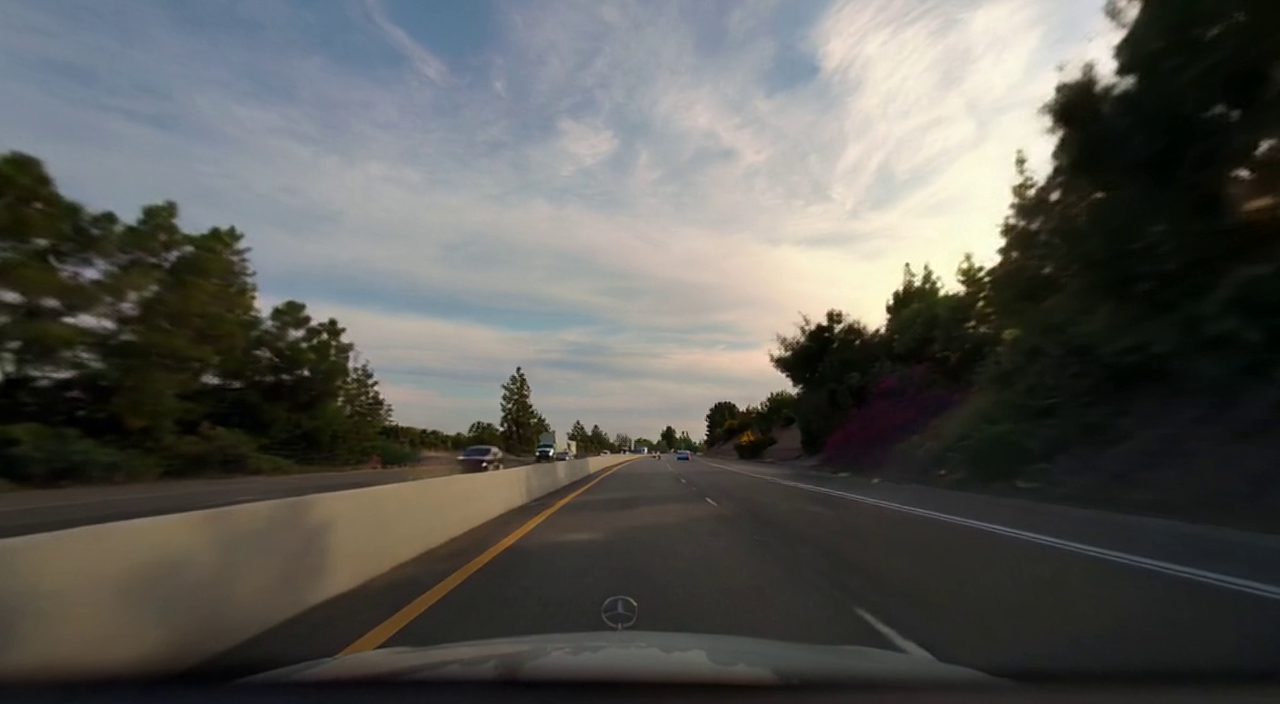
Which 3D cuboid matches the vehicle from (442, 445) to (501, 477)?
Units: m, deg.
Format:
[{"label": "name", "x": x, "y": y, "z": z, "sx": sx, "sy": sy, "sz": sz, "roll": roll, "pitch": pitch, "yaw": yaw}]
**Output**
[{"label": "vehicle", "x": -9.156, "y": 5.935, "z": 34.330, "sx": 2.028, "sy": 1.607, "sz": 4.273, "roll": 0, "pitch": -9, "yaw": 0}]
